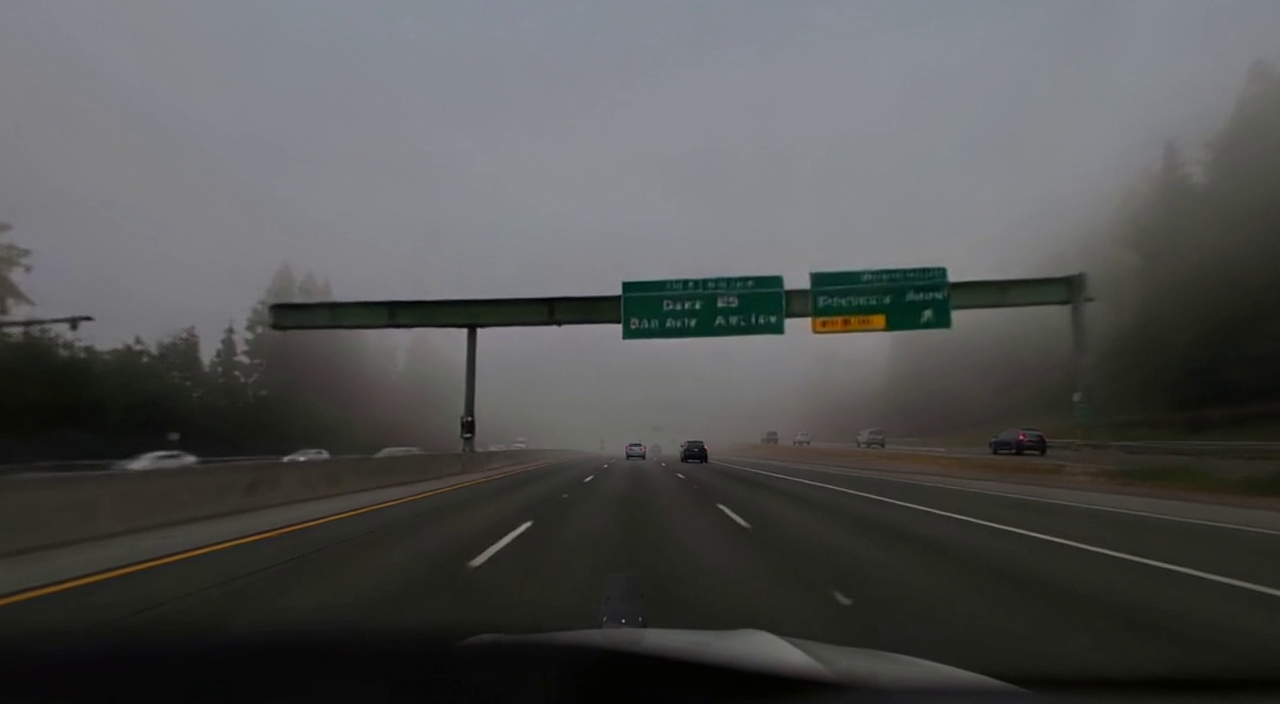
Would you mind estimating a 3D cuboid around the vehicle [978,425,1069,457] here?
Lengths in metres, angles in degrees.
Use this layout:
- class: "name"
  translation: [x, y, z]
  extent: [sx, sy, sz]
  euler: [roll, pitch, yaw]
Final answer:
- class: "vehicle"
  translation: [18.811, 4.428, 31.220]
  extent: [1.872, 1.459, 4.502]
  euler: [-1, -8, 3]

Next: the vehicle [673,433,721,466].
- class: "vehicle"
  translation: [3.641, 6.392, 41.536]
  extent: [2.505, 2.020, 5.532]
  euler: [0, -8, -1]

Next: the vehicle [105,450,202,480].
- class: "vehicle"
  translation: [-26.081, 6.065, 34.054]
  extent: [1.834, 1.445, 4.472]
  euler: [0, -8, -3]

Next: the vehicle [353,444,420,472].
- class: "vehicle"
  translation: [-15.115, 6.349, 37.946]
  extent: [1.941, 1.552, 5.119]
  euler: [0, -8, 0]

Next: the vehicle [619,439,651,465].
- class: "vehicle"
  translation: [-0.326, 6.885, 43.593]
  extent: [2.105, 1.711, 4.293]
  euler: [0, -8, 0]
